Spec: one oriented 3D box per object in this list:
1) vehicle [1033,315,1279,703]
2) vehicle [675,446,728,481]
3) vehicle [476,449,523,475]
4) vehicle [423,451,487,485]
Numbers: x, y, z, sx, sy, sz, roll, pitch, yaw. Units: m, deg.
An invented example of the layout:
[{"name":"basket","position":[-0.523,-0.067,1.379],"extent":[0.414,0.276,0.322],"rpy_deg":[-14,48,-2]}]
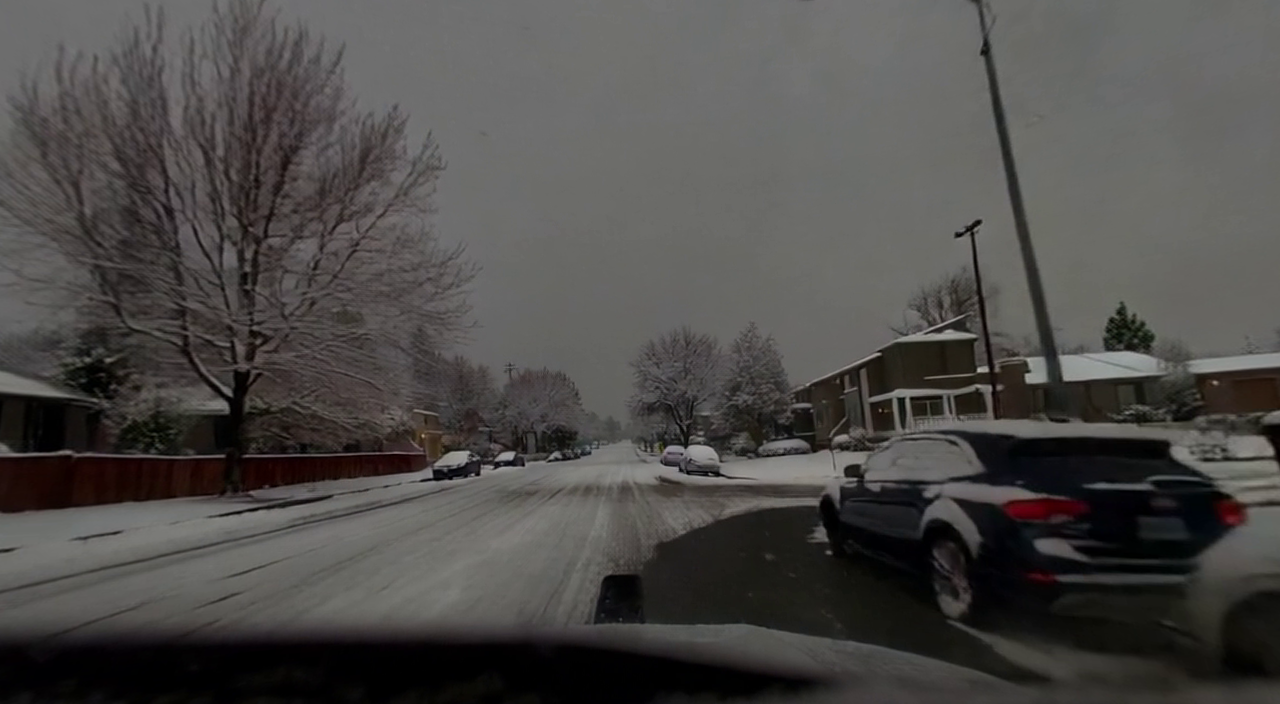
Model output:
[{"name":"vehicle","position":[3.145,0.602,1.089],"extent":[1.928,1.751,4.537],"rpy_deg":[0,-9,-1]},{"name":"vehicle","position":[2.899,5.343,30.533],"extent":[1.927,1.529,4.144],"rpy_deg":[0,-9,-3]},{"name":"vehicle","position":[-9.189,7.223,41.783],"extent":[2.027,1.584,4.476],"rpy_deg":[0,-9,1]},{"name":"vehicle","position":[-8.841,5.548,30.562],"extent":[1.937,1.427,4.510],"rpy_deg":[0,-9,-3]}]
